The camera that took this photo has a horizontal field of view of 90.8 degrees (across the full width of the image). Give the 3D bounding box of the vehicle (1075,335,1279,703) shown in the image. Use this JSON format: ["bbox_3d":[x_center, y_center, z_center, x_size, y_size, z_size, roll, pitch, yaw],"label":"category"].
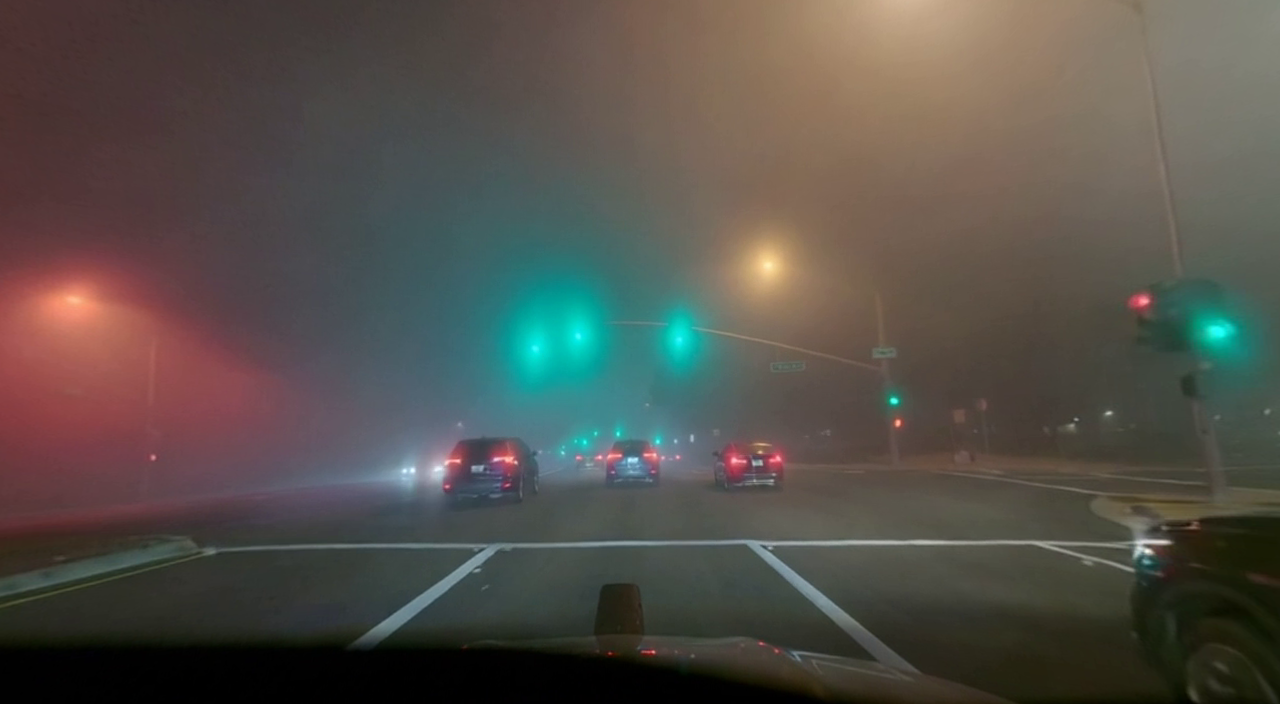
[{"bbox_3d":[3.250,0.554,0.758,2.069,1.644,4.714,0,-8,0],"label":"vehicle"}]

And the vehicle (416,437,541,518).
[{"bbox_3d":[-3.578,2.836,14.821,1.823,1.602,4.061,-1,-8,1],"label":"vehicle"}]

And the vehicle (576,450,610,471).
[{"bbox_3d":[-3.511,8.168,47.764,2.163,1.488,4.511,-1,-8,1],"label":"vehicle"}]

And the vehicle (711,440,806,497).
[{"bbox_3d":[3.464,3.486,19.305,2.068,1.541,4.041,0,-8,-1],"label":"vehicle"}]

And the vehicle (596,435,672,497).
[{"bbox_3d":[-0.164,3.552,20.109,2.150,1.725,4.096,0,-8,0],"label":"vehicle"}]
